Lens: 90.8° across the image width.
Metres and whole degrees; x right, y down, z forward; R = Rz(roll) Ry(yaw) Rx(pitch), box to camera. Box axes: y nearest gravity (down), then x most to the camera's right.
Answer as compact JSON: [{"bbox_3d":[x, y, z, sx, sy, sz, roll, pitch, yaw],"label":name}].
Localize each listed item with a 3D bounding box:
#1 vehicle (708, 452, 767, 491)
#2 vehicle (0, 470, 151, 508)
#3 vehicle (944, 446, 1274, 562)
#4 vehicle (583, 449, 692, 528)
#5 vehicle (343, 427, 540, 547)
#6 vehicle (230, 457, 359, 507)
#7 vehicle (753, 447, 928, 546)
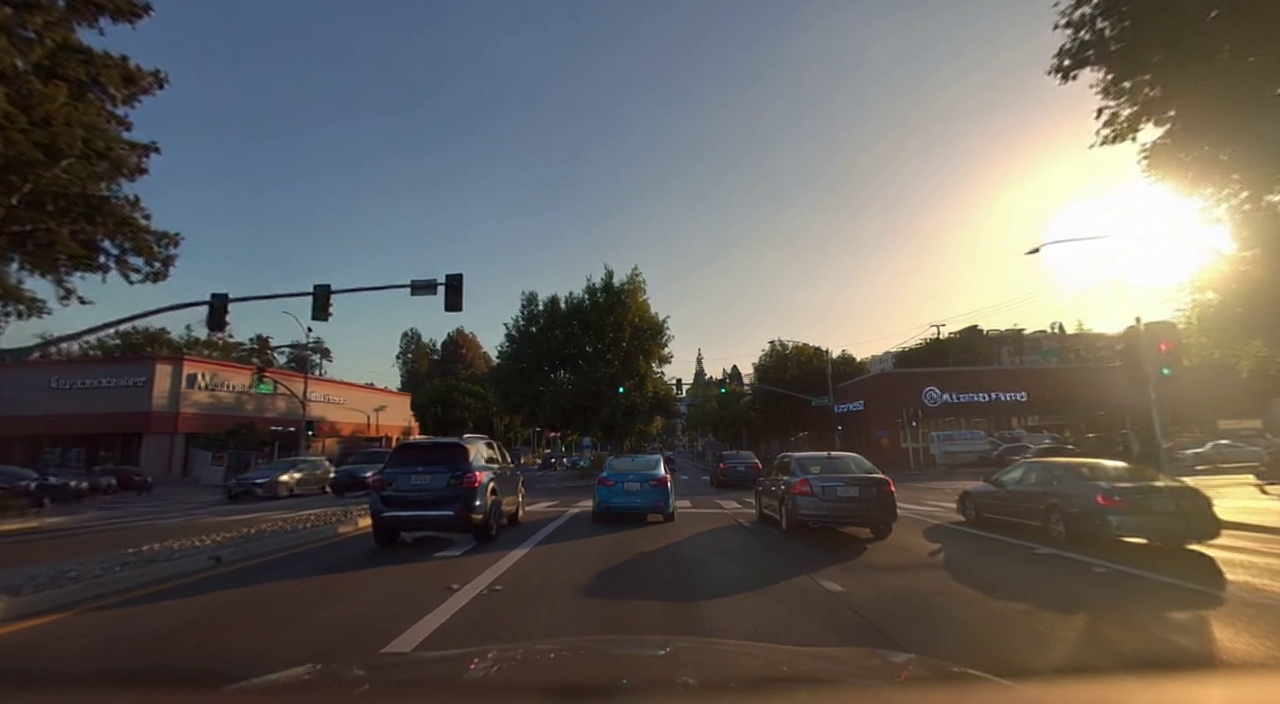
[{"bbox_3d":[4.132,5.121,27.427,1.888,1.472,4.528,0,-8,1],"label":"vehicle"},{"bbox_3d":[-25.411,6.161,28.557,4.679,1.488,2.052,2,-9,-14],"label":"vehicle"},{"bbox_3d":[7.295,2.345,10.662,2.004,1.508,4.646,0,-8,0],"label":"vehicle"},{"bbox_3d":[-0.037,2.939,14.210,2.098,1.477,3.897,0,-8,0],"label":"vehicle"},{"bbox_3d":[-3.465,2.466,12.343,2.160,1.823,5.115,0,-8,0],"label":"vehicle"},{"bbox_3d":[-12.057,4.536,22.454,1.912,1.477,4.398,-1,-8,3],"label":"vehicle"},{"bbox_3d":[3.476,2.549,11.884,2.020,1.513,4.120,0,-8,1],"label":"vehicle"}]
